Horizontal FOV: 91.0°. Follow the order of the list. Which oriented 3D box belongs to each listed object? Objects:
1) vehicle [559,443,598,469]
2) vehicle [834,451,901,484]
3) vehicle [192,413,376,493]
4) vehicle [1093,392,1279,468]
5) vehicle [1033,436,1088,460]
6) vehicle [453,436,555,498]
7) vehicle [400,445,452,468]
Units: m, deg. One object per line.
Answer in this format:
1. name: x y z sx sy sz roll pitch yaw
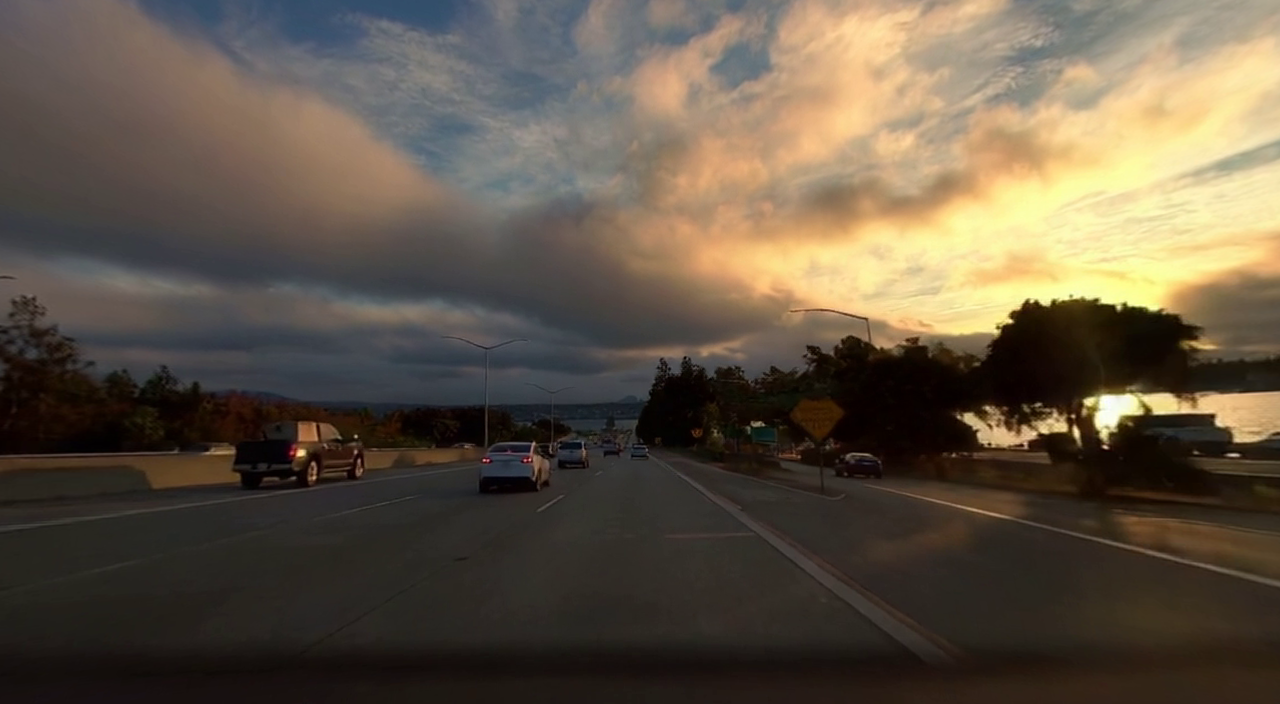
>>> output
1. vehicle: -4.339 7.421 45.113 2.107 1.787 4.685 0 -9 2
2. vehicle: 11.823 6.013 33.079 2.153 1.510 4.646 -1 -9 6
3. vehicle: -11.082 3.239 20.358 2.442 2.191 5.760 0 -9 1
4. vehicle: 31.500 4.710 36.795 3.997 3.685 10.600 -3 -9 12
5. vehicle: 32.260 7.367 48.441 1.998 1.732 4.432 -2 -9 13
6. vehicle: -4.084 3.544 19.809 2.132 1.708 4.571 0 -9 1
7. vehicle: -14.822 7.227 43.832 1.977 1.501 4.455 0 -9 2
